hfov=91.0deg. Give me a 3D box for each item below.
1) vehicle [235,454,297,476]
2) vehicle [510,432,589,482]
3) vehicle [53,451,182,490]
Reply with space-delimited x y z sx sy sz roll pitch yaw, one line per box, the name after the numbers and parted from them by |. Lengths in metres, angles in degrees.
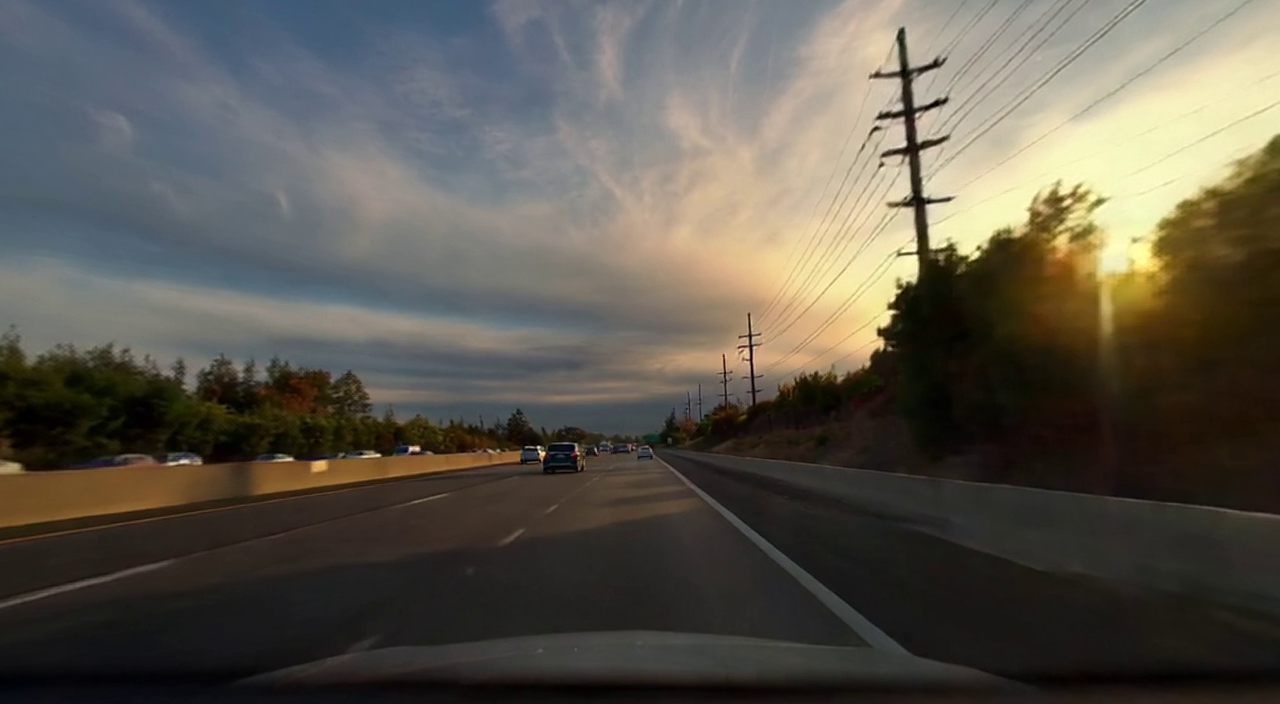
-28.387 8.570 47.981 1.901 1.511 4.551 0 -9 1 | vehicle
-3.774 4.542 27.471 2.577 1.939 5.408 0 -9 1 | vehicle
-24.590 5.553 29.923 1.969 1.643 4.768 0 -9 1 | vehicle
